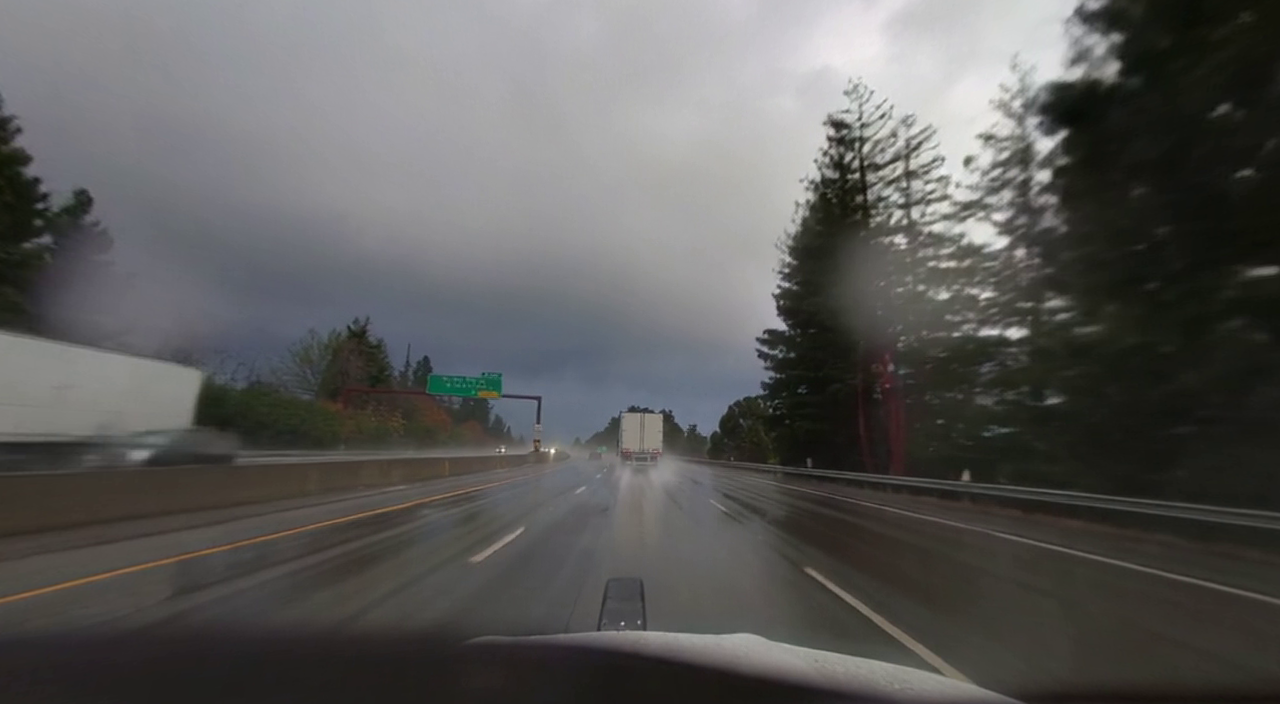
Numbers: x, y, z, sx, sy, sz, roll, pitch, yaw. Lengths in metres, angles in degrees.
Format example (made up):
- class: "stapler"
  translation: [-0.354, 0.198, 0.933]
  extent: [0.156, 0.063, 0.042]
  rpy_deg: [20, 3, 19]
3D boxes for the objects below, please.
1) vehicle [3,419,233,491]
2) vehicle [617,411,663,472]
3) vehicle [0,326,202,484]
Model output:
- class: "vehicle"
  translation: [-13.034, 2.631, 16.244]
  extent: [1.901, 1.560, 4.655]
  rpy_deg: [0, -9, 0]
- class: "vehicle"
  translation: [-0.184, 6.703, 46.547]
  extent: [2.962, 3.953, 10.696]
  rpy_deg: [0, -9, -2]
- class: "vehicle"
  translation: [-17.290, 1.296, 15.532]
  extent: [2.928, 3.855, 14.329]
  rpy_deg: [0, -9, -1]
